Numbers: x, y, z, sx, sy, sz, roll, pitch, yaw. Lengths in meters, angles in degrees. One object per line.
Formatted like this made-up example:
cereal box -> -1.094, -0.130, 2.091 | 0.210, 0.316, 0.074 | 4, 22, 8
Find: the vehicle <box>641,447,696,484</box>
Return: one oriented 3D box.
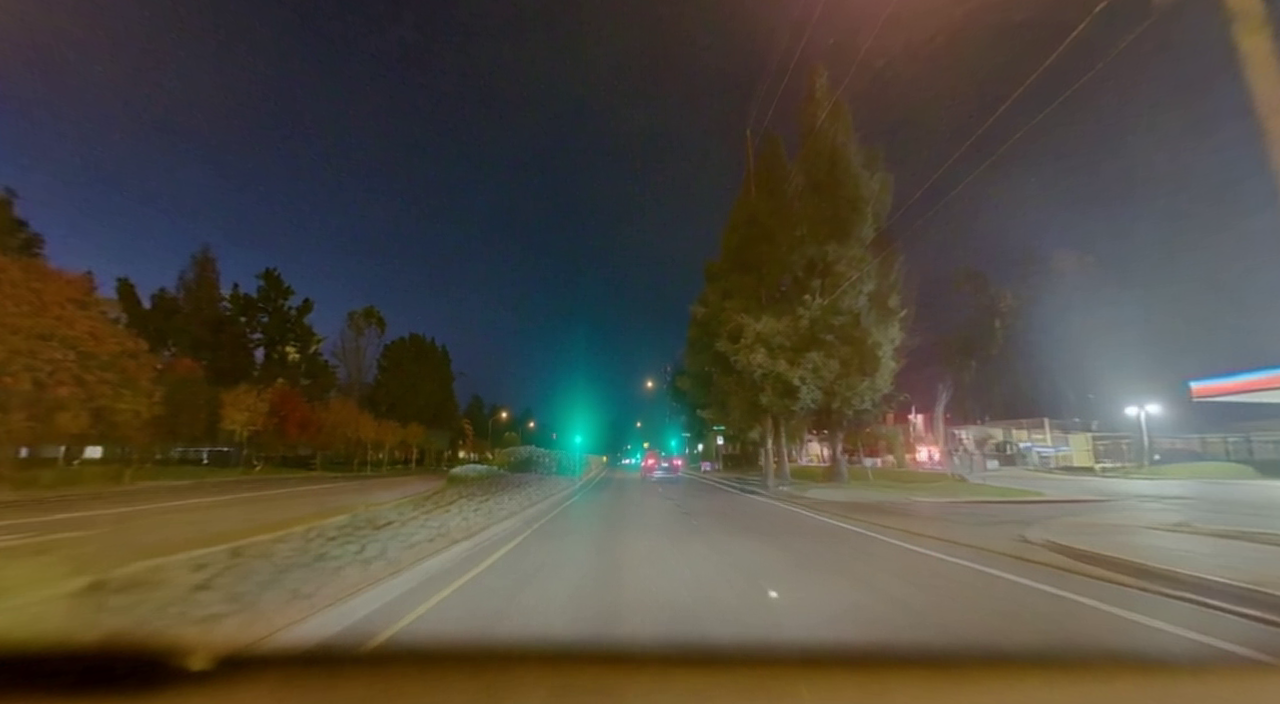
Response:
vehicle -> 1.171, 4.981, 28.061 | 2.061, 1.475, 4.296 | 0, -8, -3
